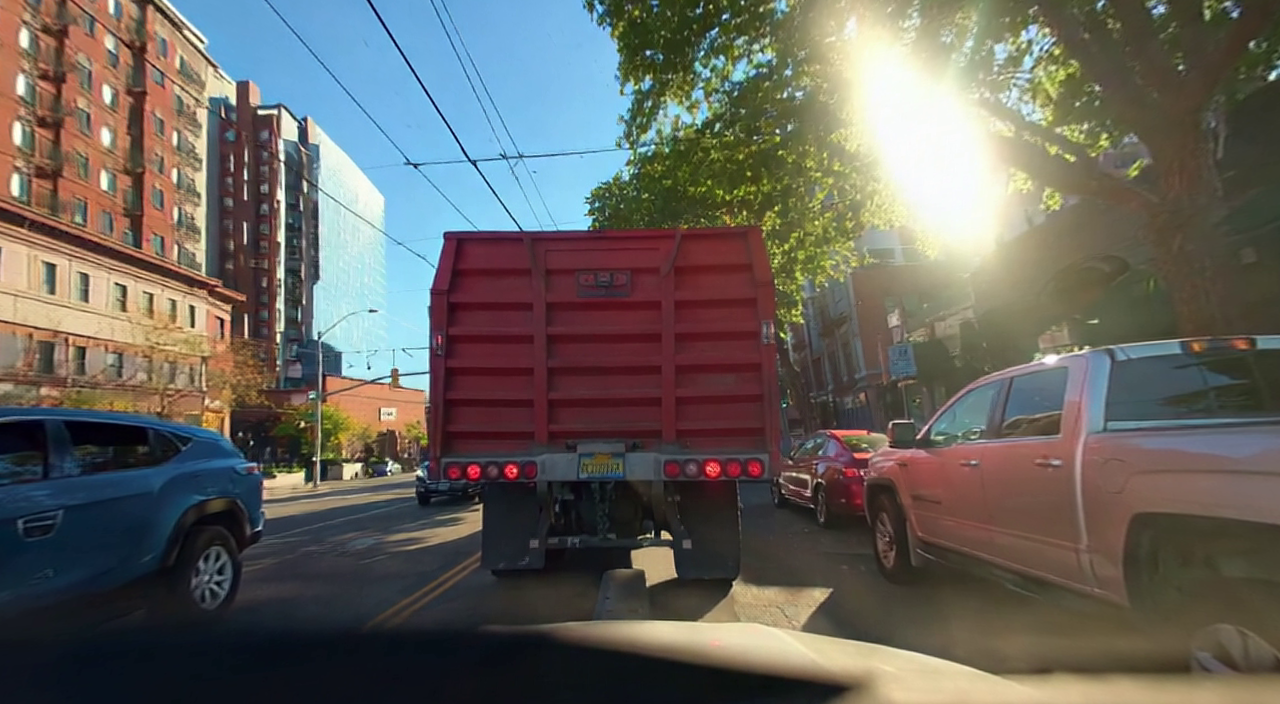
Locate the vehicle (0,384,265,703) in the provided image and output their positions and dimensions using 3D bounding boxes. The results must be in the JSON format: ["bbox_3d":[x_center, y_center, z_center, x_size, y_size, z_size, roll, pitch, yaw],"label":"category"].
[{"bbox_3d":[-4.124,0.969,2.920,1.988,1.657,4.492,0,-8,0],"label":"vehicle"}]

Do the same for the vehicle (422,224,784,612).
[{"bbox_3d":[-0.246,1.088,9.327,2.878,3.204,8.244,0,-8,1],"label":"vehicle"}]

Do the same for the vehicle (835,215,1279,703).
[{"bbox_3d":[3.231,0.837,3.949,2.242,1.979,5.722,0,-8,1],"label":"vehicle"}]
